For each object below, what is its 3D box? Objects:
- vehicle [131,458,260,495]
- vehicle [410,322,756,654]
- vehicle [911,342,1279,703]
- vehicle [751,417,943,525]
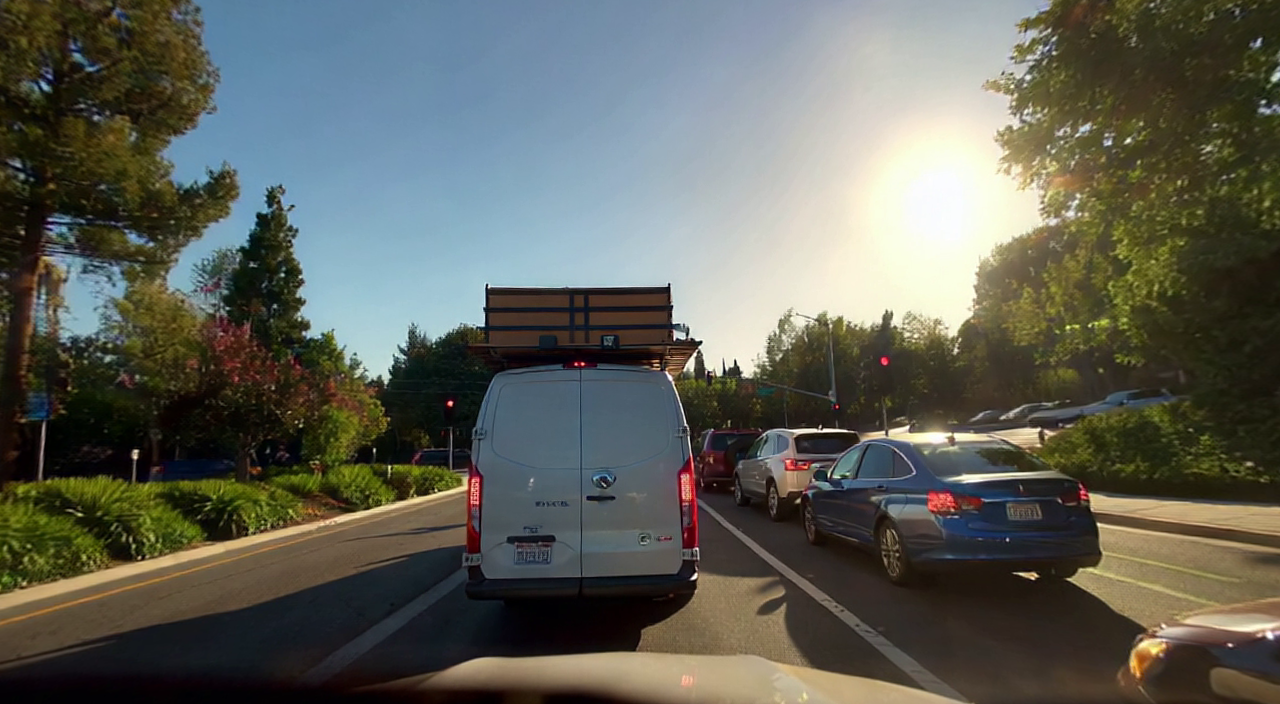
[{"bbox_3d":[-20.800,5.820,29.782,4.501,1.613,1.852,2,-9,-12],"label":"vehicle"},{"bbox_3d":[-0.364,1.157,6.195,2.145,2.089,4.309,0,-9,0],"label":"vehicle"},{"bbox_3d":[3.459,0.944,3.415,1.965,1.671,4.146,0,-9,-3],"label":"vehicle"},{"bbox_3d":[3.696,2.215,12.271,2.024,1.692,4.252,1,-9,-4],"label":"vehicle"}]
